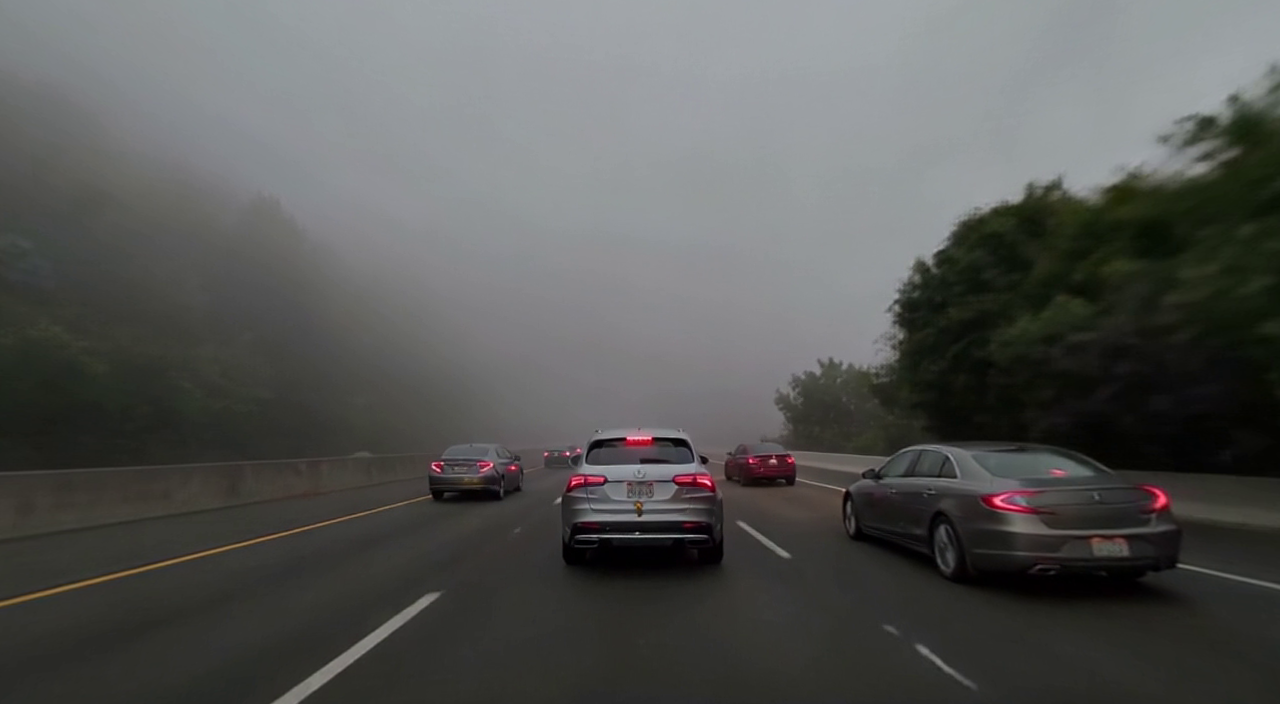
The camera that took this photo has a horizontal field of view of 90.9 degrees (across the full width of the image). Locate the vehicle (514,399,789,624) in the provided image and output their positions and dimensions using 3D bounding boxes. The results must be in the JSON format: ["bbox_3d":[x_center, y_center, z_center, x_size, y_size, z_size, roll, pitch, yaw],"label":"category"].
[{"bbox_3d":[0.028,1.508,6.792,2.093,1.695,3.782,0,-9,-2],"label":"vehicle"}]

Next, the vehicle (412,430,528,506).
[{"bbox_3d":[-4.252,2.969,16.450,1.890,1.708,3.844,0,-9,0],"label":"vehicle"}]

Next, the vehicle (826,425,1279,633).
[{"bbox_3d":[3.682,1.592,6.728,1.953,1.434,4.511,0,-9,-1],"label":"vehicle"}]
